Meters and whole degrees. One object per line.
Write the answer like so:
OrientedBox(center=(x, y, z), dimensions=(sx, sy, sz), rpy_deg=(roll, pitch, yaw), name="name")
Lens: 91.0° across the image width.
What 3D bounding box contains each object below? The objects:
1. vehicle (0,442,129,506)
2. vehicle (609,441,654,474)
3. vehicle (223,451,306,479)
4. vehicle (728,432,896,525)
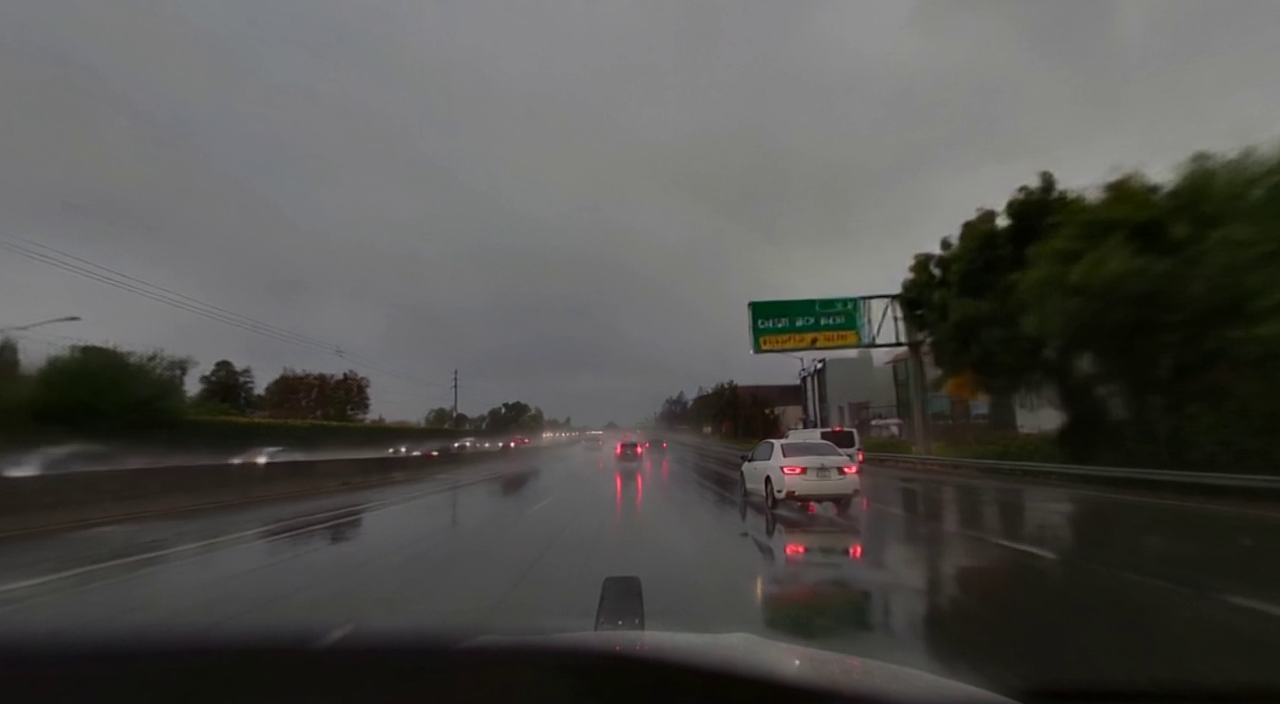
OrientedBox(center=(-16.722, 3.230, 17.028), dimensions=(1.890, 1.564, 4.563), rpy_deg=(0, -8, 1), name="vehicle")
OrientedBox(center=(-0.459, 5.046, 30.285), dimensions=(2.019, 1.472, 3.971), rpy_deg=(0, -8, -2), name="vehicle")
OrientedBox(center=(-22.035, 6.648, 37.222), dimensions=(1.857, 1.497, 4.857), rpy_deg=(0, -8, 1), name="vehicle")
OrientedBox(center=(3.177, 2.436, 12.742), dimensions=(1.995, 1.533, 4.463), rpy_deg=(0, -8, -2), name="vehicle")
